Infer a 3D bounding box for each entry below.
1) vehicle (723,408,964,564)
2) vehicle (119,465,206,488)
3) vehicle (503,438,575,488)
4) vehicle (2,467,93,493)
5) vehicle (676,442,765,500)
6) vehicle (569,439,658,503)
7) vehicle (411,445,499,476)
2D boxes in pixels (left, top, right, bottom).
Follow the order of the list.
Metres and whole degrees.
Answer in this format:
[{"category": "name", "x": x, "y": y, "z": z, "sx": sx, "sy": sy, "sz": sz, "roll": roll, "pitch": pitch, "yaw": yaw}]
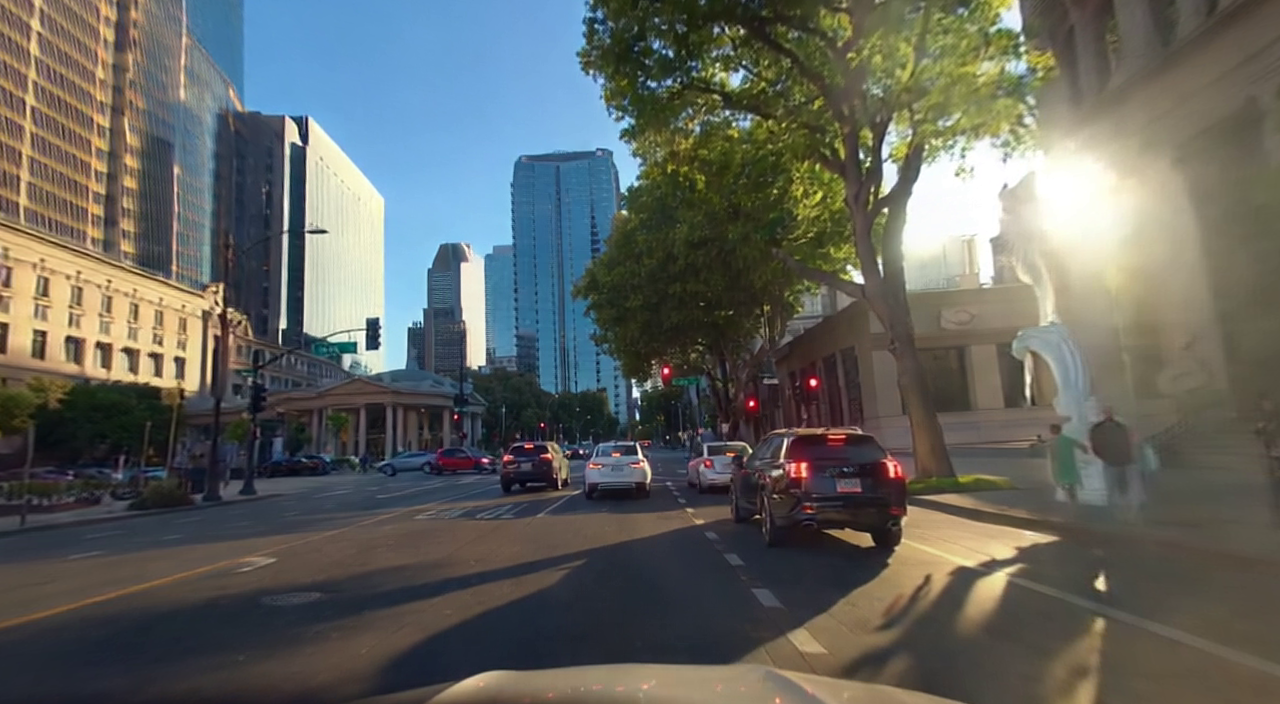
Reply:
[{"category": "vehicle", "x": 2.623, "y": 1.867, "z": 9.513, "sx": 2.096, "sy": 1.775, "sz": 4.440, "roll": 0, "pitch": -9, "yaw": -1}, {"category": "vehicle", "x": -32.370, "y": 8.439, "z": 42.892, "sx": 4.392, "sy": 1.427, "sz": 1.764, "roll": 0, "pitch": -9, "yaw": -1}, {"category": "vehicle", "x": -3.602, "y": 4.052, "z": 23.406, "sx": 2.045, "sy": 1.633, "sz": 4.864, "roll": 0, "pitch": -9, "yaw": -2}, {"category": "vehicle", "x": -40.221, "y": 8.705, "z": 42.928, "sx": 4.224, "sy": 1.622, "sz": 1.808, "roll": 0, "pitch": -9, "yaw": -2}, {"category": "vehicle", "x": 2.193, "y": 3.361, "z": 18.308, "sx": 1.943, "sy": 1.449, "sz": 4.202, "roll": 0, "pitch": -9, "yaw": -1}, {"category": "vehicle", "x": -0.643, "y": 3.102, "z": 16.951, "sx": 2.096, "sy": 1.492, "sz": 4.071, "roll": 0, "pitch": -9, "yaw": -1}, {"category": "vehicle", "x": -11.176, "y": 6.518, "z": 38.209, "sx": 4.855, "sy": 1.769, "sz": 2.071, "roll": 3, "pitch": -9, "yaw": -21}]
